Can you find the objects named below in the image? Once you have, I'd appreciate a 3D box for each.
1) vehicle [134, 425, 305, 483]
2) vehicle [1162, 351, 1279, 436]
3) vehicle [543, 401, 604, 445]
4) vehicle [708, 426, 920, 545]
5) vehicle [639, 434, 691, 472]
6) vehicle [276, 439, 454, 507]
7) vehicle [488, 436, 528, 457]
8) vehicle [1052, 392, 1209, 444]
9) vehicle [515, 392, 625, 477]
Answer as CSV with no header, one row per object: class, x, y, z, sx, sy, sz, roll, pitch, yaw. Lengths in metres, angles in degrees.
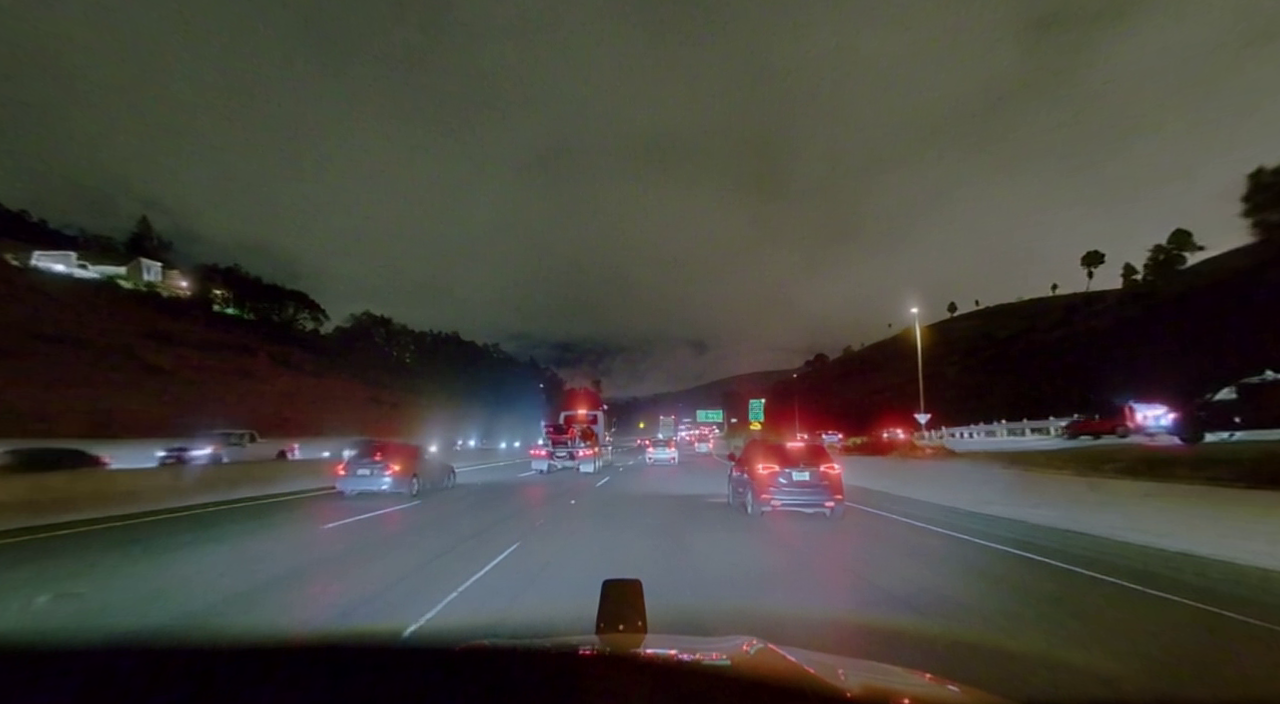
vehicle,-15.414,3.799,23.679,2.333,1.897,5.499,-1,-8,4
vehicle,13.647,0.870,12.958,1.979,1.616,4.268,1,-8,-4
vehicle,-2.650,3.031,26.191,1.893,1.674,4.766,0,-8,2
vehicle,2.448,2.012,10.204,2.040,1.481,4.260,0,-8,-3
vehicle,1.085,4.339,27.173,2.079,1.499,3.915,0,-8,2
vehicle,-6.406,2.857,15.483,1.964,1.395,4.948,0,-8,2
vehicle,-9.988,7.186,47.989,1.881,1.511,3.959,-1,-8,5
vehicle,17.215,2.438,22.456,2.034,1.647,4.188,0,-8,-3
vehicle,-2.586,3.660,27.421,3.162,2.955,10.282,0,-8,3
